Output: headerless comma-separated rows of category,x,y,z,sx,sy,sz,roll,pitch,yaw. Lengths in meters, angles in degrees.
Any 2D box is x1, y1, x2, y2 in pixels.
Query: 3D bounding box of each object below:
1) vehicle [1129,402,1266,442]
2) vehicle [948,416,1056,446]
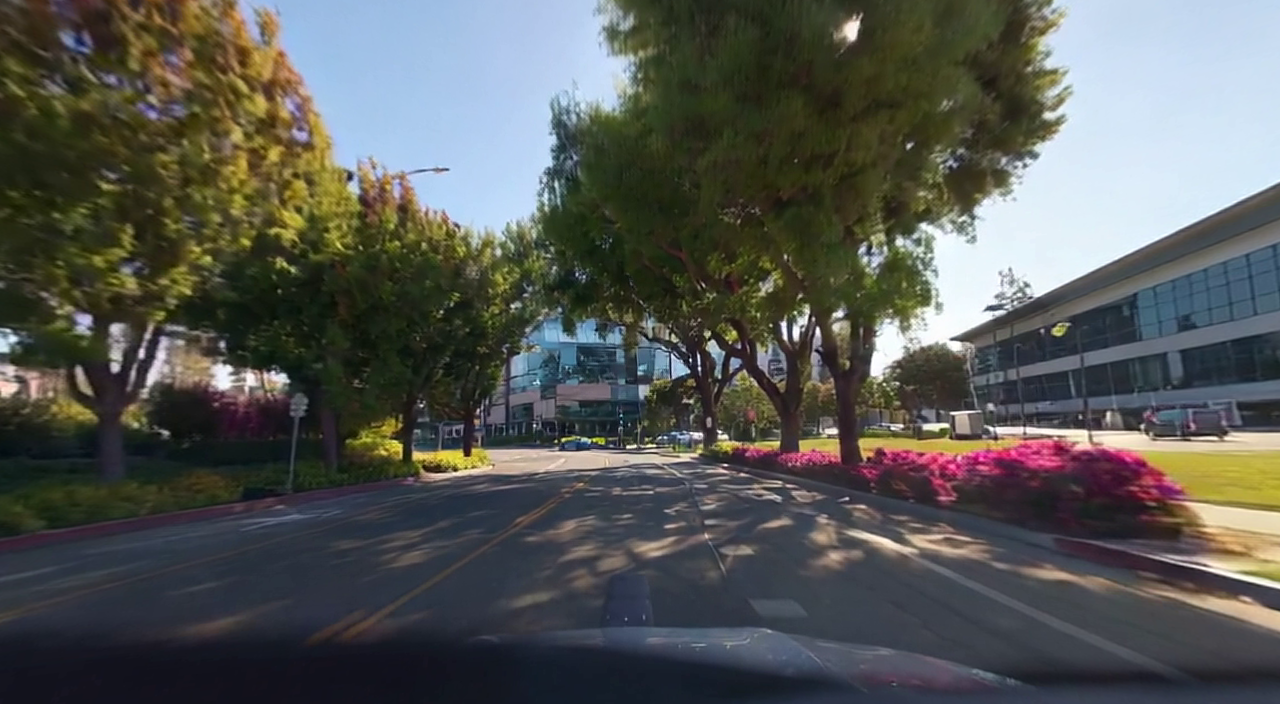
vehicle,29.224,3.712,33.396,2.116,1.879,5.844,-2,-7,3
vehicle,22.728,4.957,39.706,5.623,1.647,1.832,-2,-6,0
